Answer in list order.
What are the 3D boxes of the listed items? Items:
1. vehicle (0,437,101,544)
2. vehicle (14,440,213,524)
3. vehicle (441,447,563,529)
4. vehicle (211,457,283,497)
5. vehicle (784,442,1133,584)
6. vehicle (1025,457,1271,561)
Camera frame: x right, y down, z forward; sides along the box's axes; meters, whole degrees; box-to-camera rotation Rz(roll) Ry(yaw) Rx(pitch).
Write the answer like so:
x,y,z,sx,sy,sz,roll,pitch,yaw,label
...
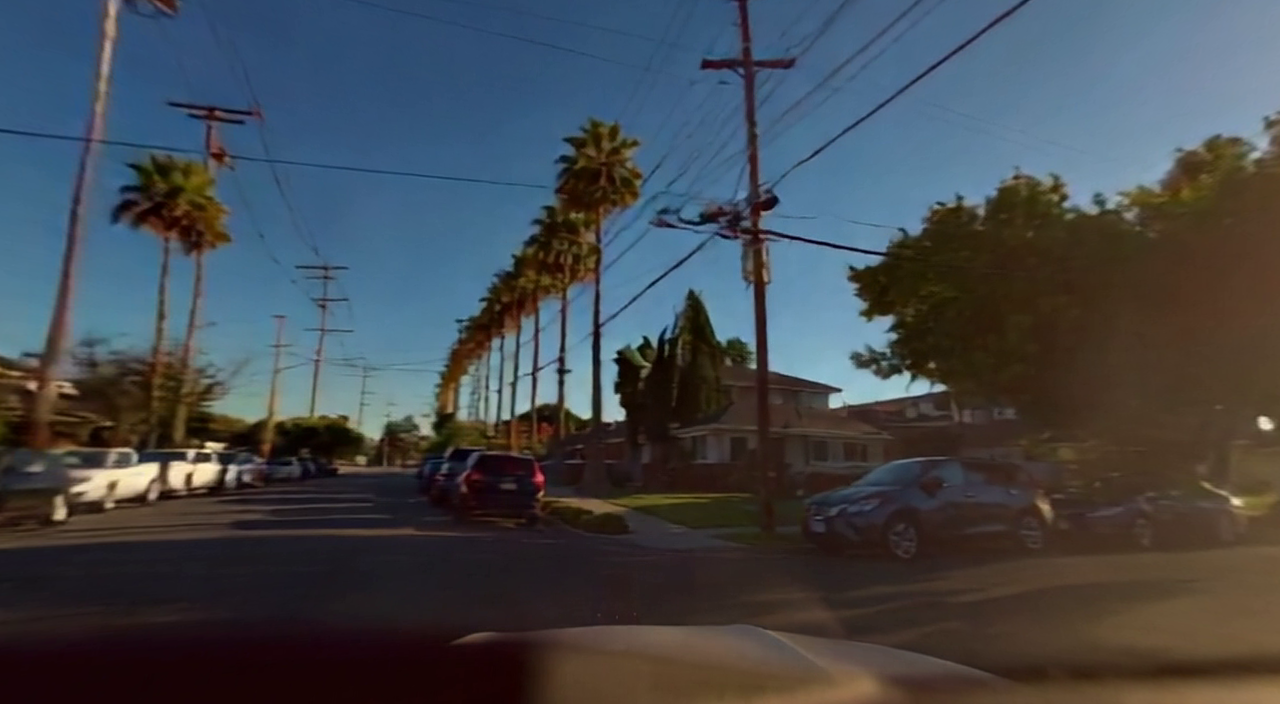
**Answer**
x,y,z,sx,sy,sz,roll,pitch,yaw,label
-12.106,2.441,11.481,2.198,1.724,4.493,4,-10,-24,vehicle
-14.482,3.535,18.009,2.301,1.939,6.143,3,-9,-20,vehicle
-4.128,3.673,17.985,2.505,1.895,5.805,3,-9,-20,vehicle
-20.424,6.456,33.087,2.178,1.865,4.658,3,-9,-20,vehicle
5.958,2.768,11.834,5.971,1.967,2.385,2,-9,-23,vehicle
11.148,3.310,13.936,4.436,1.756,2.150,2,-8,-21,vehicle
